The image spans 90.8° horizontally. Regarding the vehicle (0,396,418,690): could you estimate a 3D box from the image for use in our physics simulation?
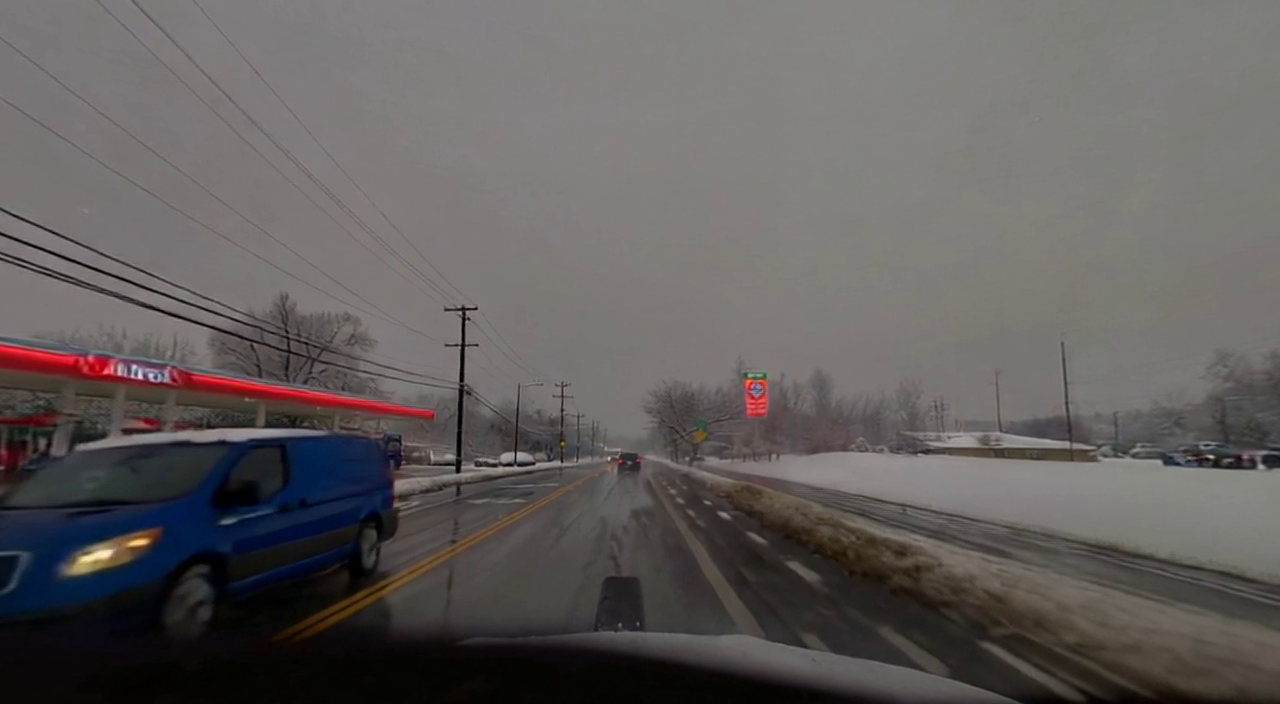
[{"bbox_3d":[-4.313,1.566,6.492,2.274,1.844,4.843,0,-8,0],"label":"vehicle"}]
